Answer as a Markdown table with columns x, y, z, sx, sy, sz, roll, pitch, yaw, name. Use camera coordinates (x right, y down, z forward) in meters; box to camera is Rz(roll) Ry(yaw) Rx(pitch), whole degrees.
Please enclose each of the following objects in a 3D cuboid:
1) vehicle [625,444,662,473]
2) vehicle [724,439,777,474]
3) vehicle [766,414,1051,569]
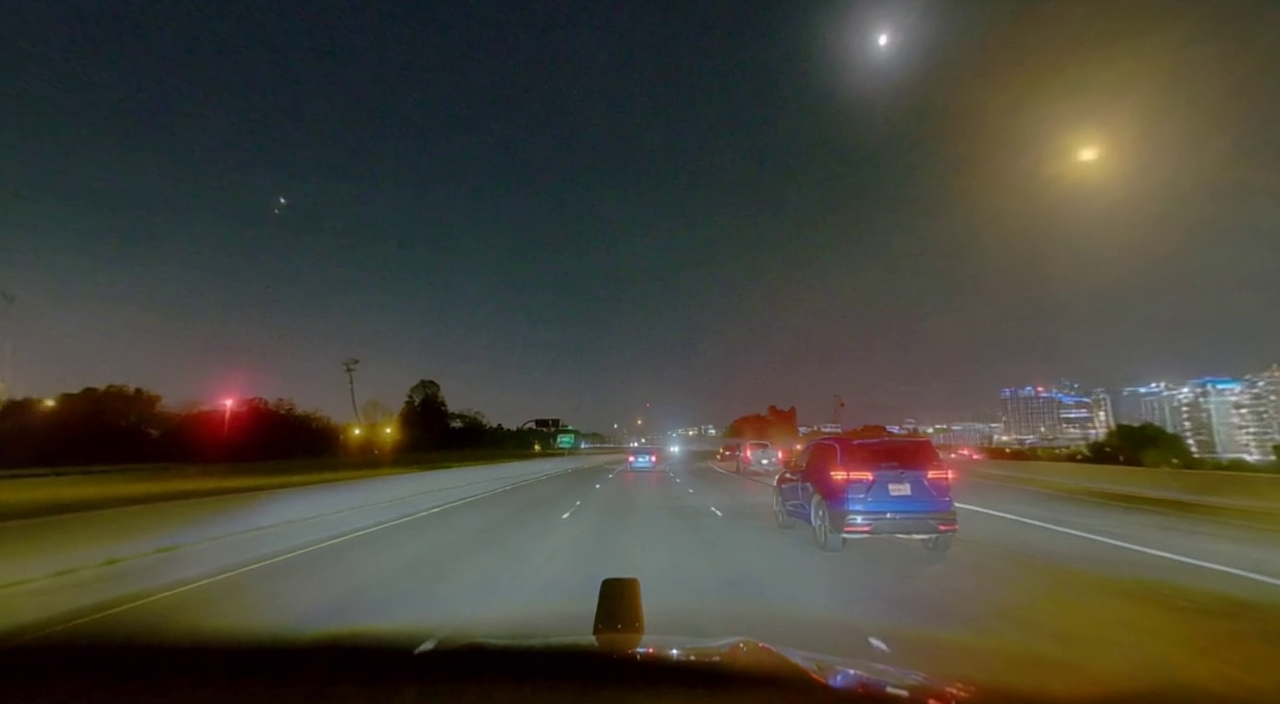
| x | y | z | sx | sy | sz | roll | pitch | yaw | name |
| --- | --- | --- | --- | --- | --- | --- | --- | --- | --- |
| 0.244 | 6.764 | 40.337 | 2.181 | 1.768 | 4.383 | 0 | -9 | 1 | vehicle |
| 7.414 | 7.060 | 43.008 | 2.526 | 2.230 | 6.190 | 0 | -9 | 1 | vehicle |
| 3.339 | 1.826 | 9.042 | 2.097 | 1.659 | 4.320 | 0 | -9 | -1 | vehicle |
